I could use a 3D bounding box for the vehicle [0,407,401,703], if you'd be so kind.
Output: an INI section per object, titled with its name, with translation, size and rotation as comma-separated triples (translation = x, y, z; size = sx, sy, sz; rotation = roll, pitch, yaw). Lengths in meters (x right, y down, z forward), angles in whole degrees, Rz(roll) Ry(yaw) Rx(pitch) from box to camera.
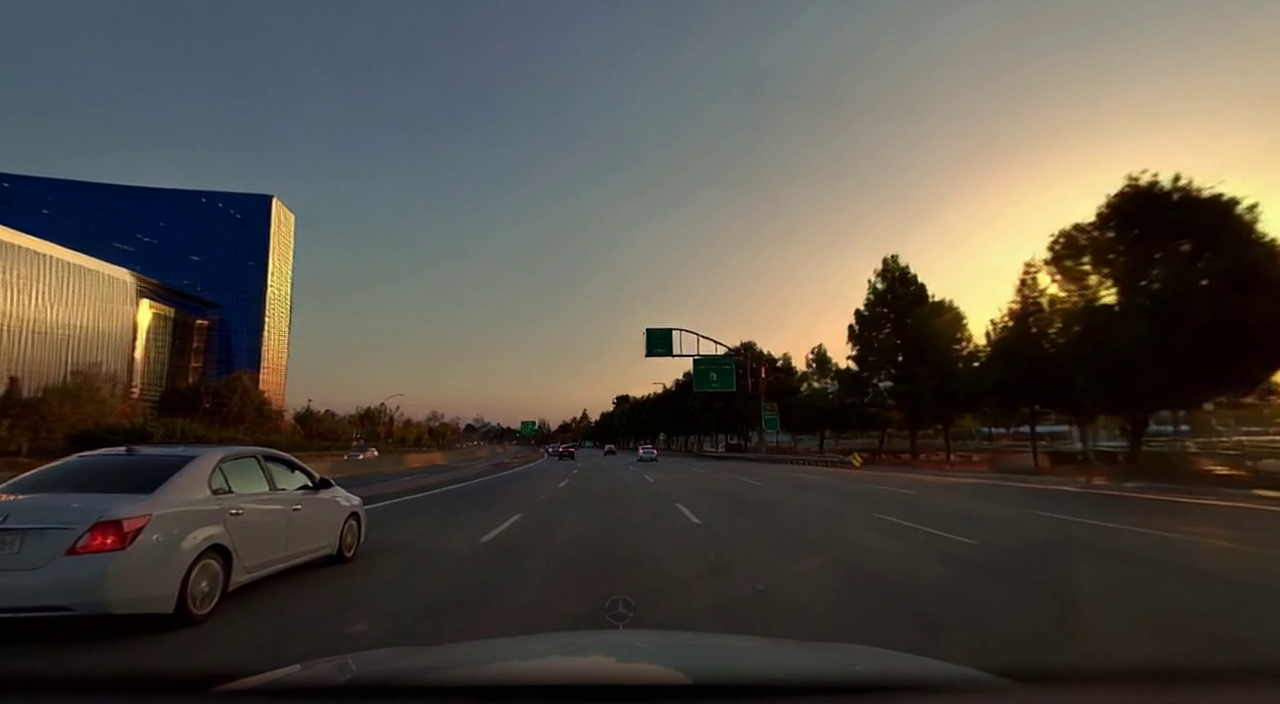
[vehicle]
translation = -3.905, 1.337, 5.383
size = 2.018, 1.476, 4.364
rotation = 0, -8, 0
